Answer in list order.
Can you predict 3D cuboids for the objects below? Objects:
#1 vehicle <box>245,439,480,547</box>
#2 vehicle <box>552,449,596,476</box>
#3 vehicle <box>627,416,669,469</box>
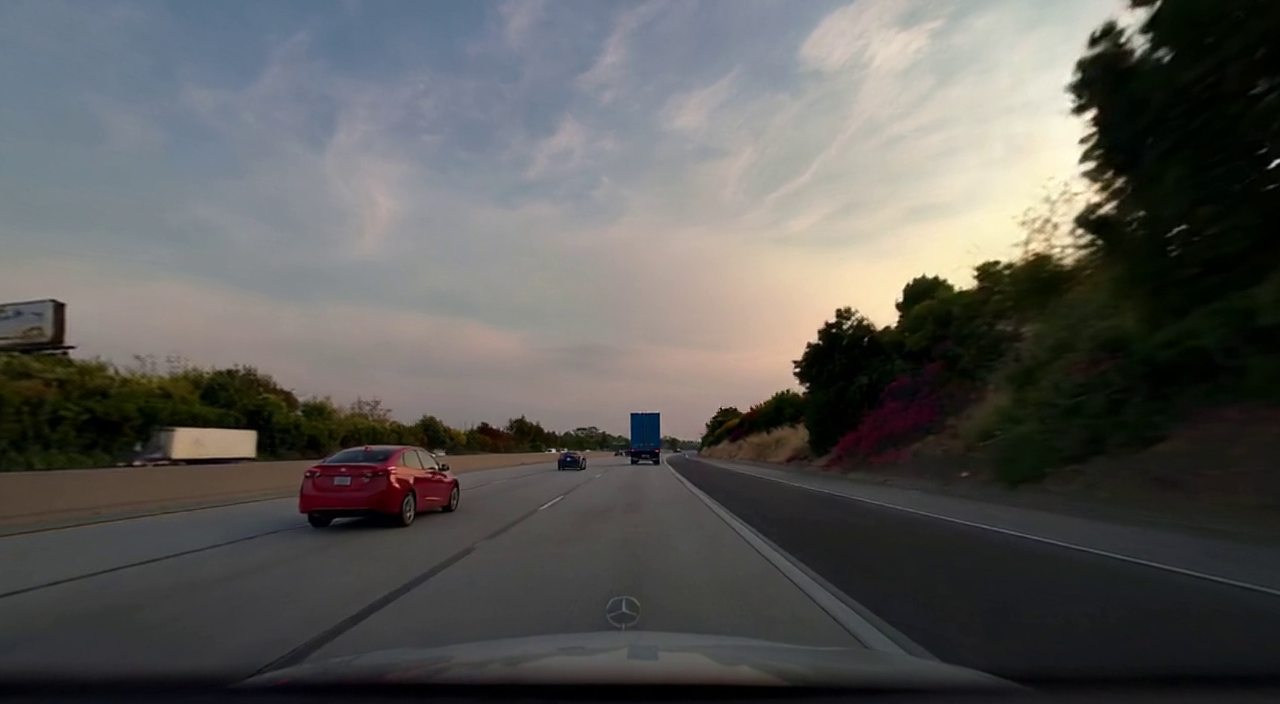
[{"bbox_3d":[-4.387,2.288,10.917,2.010,1.461,4.391,0,-9,1],"label":"vehicle"},{"bbox_3d":[-3.745,6.314,36.329,1.981,1.435,4.199,0,-9,1],"label":"vehicle"},{"bbox_3d":[0.547,6.921,47.881,2.893,3.628,9.081,0,-9,0],"label":"vehicle"}]
